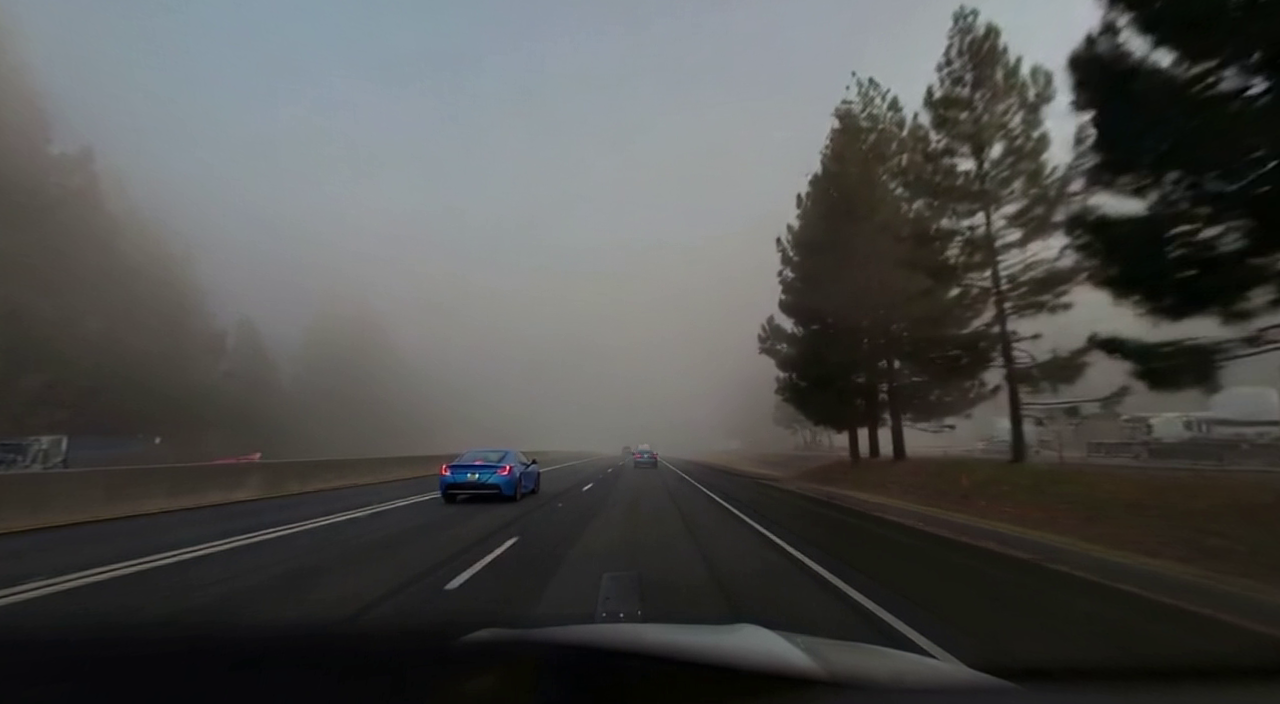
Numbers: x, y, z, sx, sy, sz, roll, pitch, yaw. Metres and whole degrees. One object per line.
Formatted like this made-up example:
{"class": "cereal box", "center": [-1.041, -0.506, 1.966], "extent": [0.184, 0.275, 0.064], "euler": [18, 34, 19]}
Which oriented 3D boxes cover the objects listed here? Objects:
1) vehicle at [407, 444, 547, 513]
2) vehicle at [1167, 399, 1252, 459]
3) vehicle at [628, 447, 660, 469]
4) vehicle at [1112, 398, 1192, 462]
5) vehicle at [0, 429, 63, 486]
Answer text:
{"class": "vehicle", "center": [-3.840, 3.072, 15.875], "extent": [2.170, 1.451, 4.584], "euler": [0, -9, 2]}
{"class": "vehicle", "center": [38.074, 5.247, 41.915], "extent": [12.517, 3.468, 2.964], "euler": [8, -12, -43]}
{"class": "vehicle", "center": [0.259, 7.191, 42.958], "extent": [2.079, 1.450, 3.942], "euler": [0, -9, 0]}
{"class": "vehicle", "center": [38.408, 5.664, 47.031], "extent": [2.804, 4.067, 14.345], "euler": [-12, -12, 43]}
{"class": "vehicle", "center": [-48.530, 8.054, 47.825], "extent": [2.886, 4.111, 6.848], "euler": [-3, -8, 1]}
